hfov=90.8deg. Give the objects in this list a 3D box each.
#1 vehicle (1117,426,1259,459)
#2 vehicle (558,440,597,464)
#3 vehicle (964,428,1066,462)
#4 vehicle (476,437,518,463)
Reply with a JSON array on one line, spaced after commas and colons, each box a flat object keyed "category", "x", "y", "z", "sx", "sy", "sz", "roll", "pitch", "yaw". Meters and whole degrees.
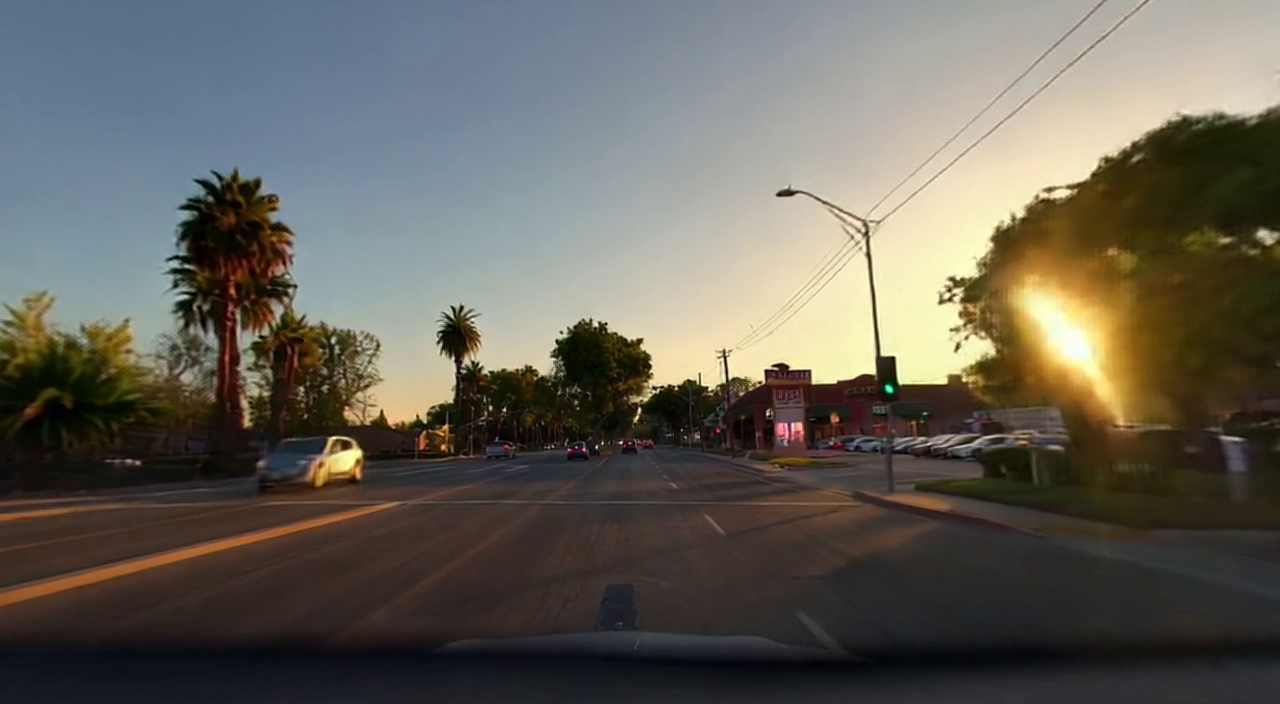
[{"category": "vehicle", "x": 27.097, "y": 4.541, "z": 31.499, "sx": 4.809, "sy": 1.499, "sz": 2.130, "roll": -4, "pitch": -9, "yaw": 23}, {"category": "vehicle", "x": -4.043, "y": 6.575, "z": 41.514, "sx": 2.181, "sy": 1.483, "sz": 4.123, "roll": 0, "pitch": -9, "yaw": -1}, {"category": "vehicle", "x": 20.496, "y": 5.138, "z": 34.775, "sx": 4.548, "sy": 1.741, "sz": 1.971, "roll": -4, "pitch": -10, "yaw": 25}, {"category": "vehicle", "x": -10.425, "y": 7.175, "z": 46.344, "sx": 2.022, "sy": 1.746, "sz": 4.406, "roll": 0, "pitch": -9, "yaw": 0}]
